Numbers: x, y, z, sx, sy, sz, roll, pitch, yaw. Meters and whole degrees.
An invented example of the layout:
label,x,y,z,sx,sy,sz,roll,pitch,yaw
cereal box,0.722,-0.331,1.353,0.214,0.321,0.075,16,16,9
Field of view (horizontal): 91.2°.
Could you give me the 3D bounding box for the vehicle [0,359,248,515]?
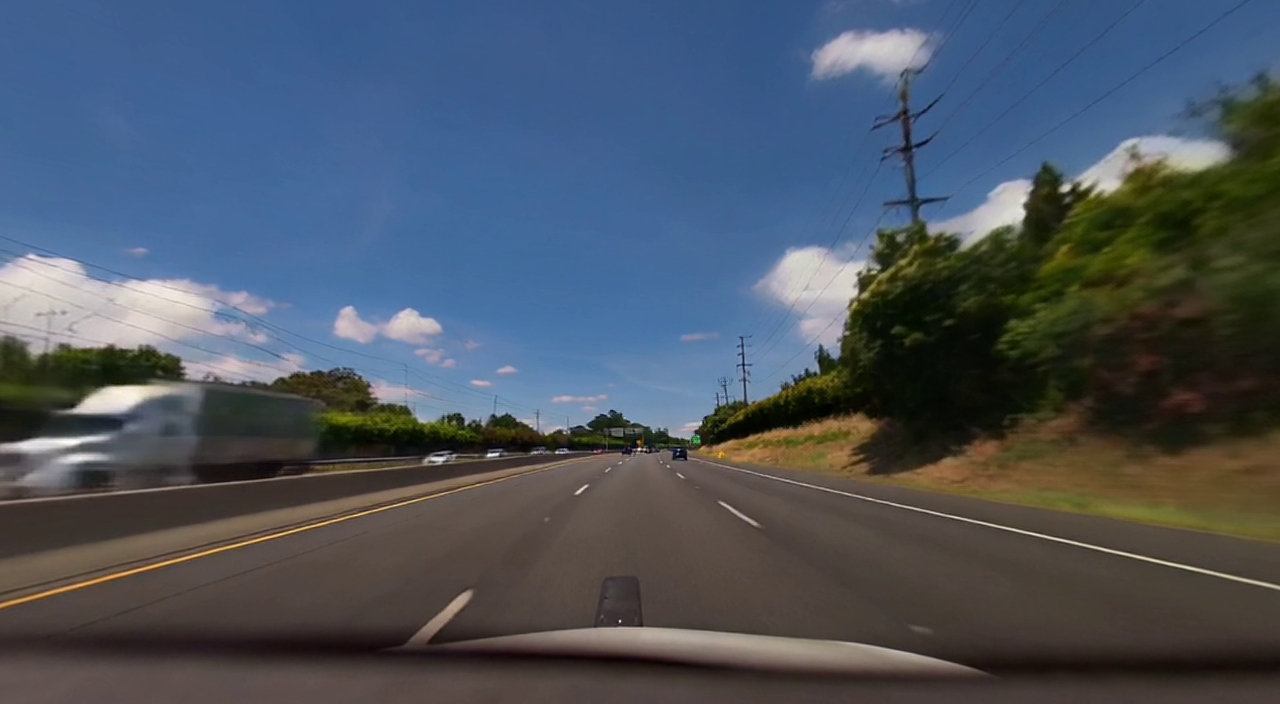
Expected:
label,x,y,z,sx,sy,sz,roll,pitch,yaw
vehicle,-15.027,2.479,18.273,3.396,3.812,5.547,1,-9,0
